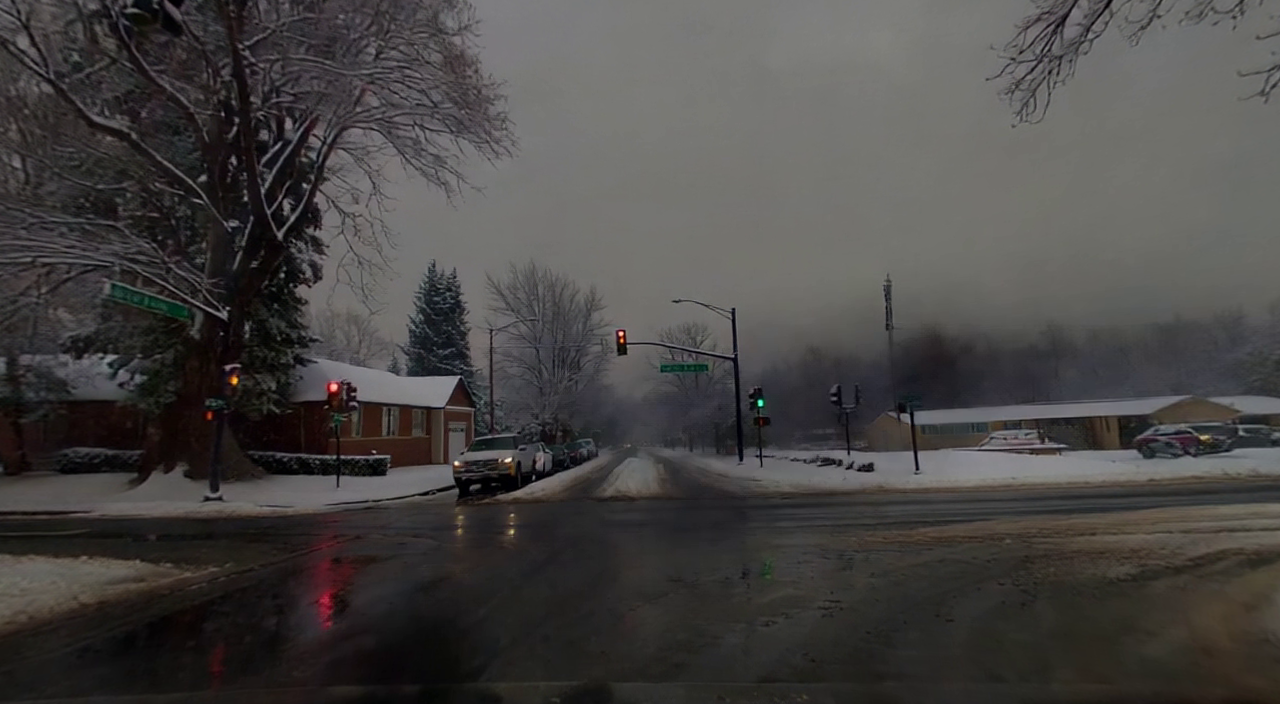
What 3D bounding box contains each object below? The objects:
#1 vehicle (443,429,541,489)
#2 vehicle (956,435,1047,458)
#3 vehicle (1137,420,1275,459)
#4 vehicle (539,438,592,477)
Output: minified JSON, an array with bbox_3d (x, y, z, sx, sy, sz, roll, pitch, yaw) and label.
[{"bbox_3d":[-6.500,4.836,28.973,2.896,2.339,7.322,0,-9,-1],"label":"vehicle"},{"bbox_3d":[25.007,6.552,43.840,5.172,1.515,1.851,0,-9,-2],"label":"vehicle"},{"bbox_3d":[33.274,5.162,37.245,5.969,2.149,2.331,0,-9,-3],"label":"vehicle"},{"bbox_3d":[-3.648,5.286,31.920,2.120,1.783,4.788,0,-9,0],"label":"vehicle"}]
